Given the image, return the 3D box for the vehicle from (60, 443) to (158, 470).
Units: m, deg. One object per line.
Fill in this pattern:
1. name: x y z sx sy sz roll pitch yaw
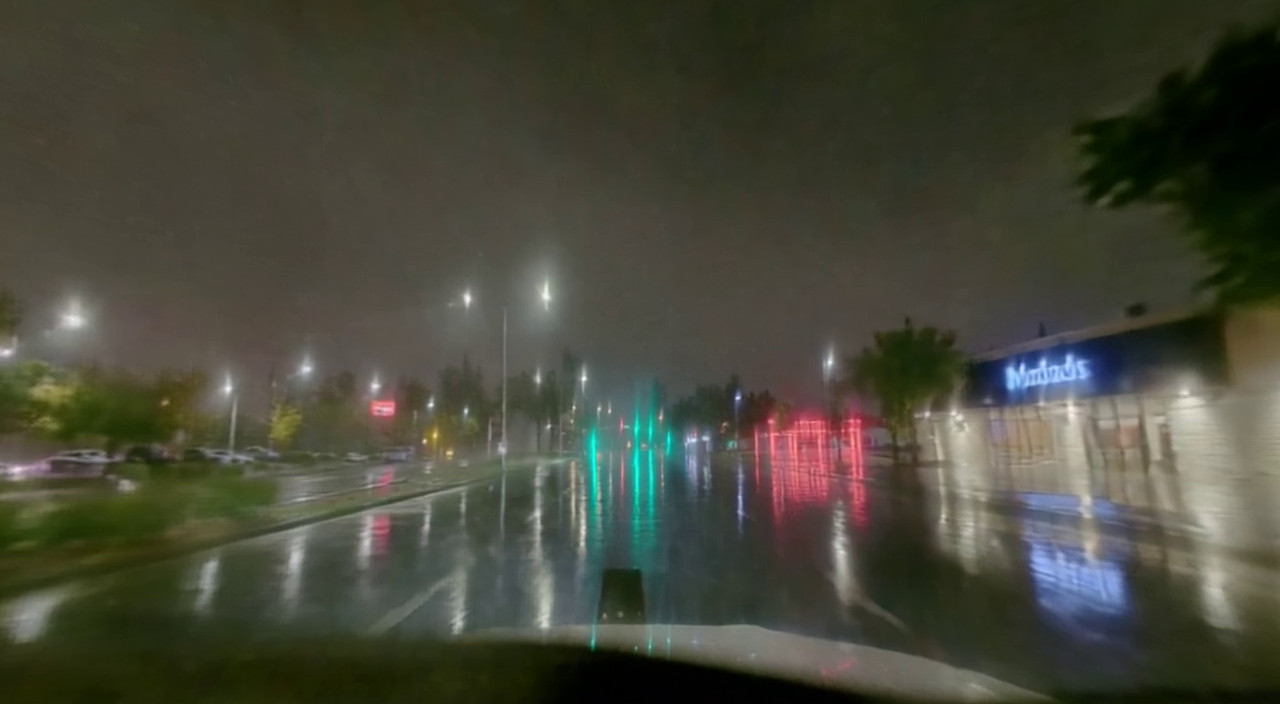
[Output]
1. vehicle: -33.387 6.568 39.827 4.359 1.667 1.914 0 -8 -1
